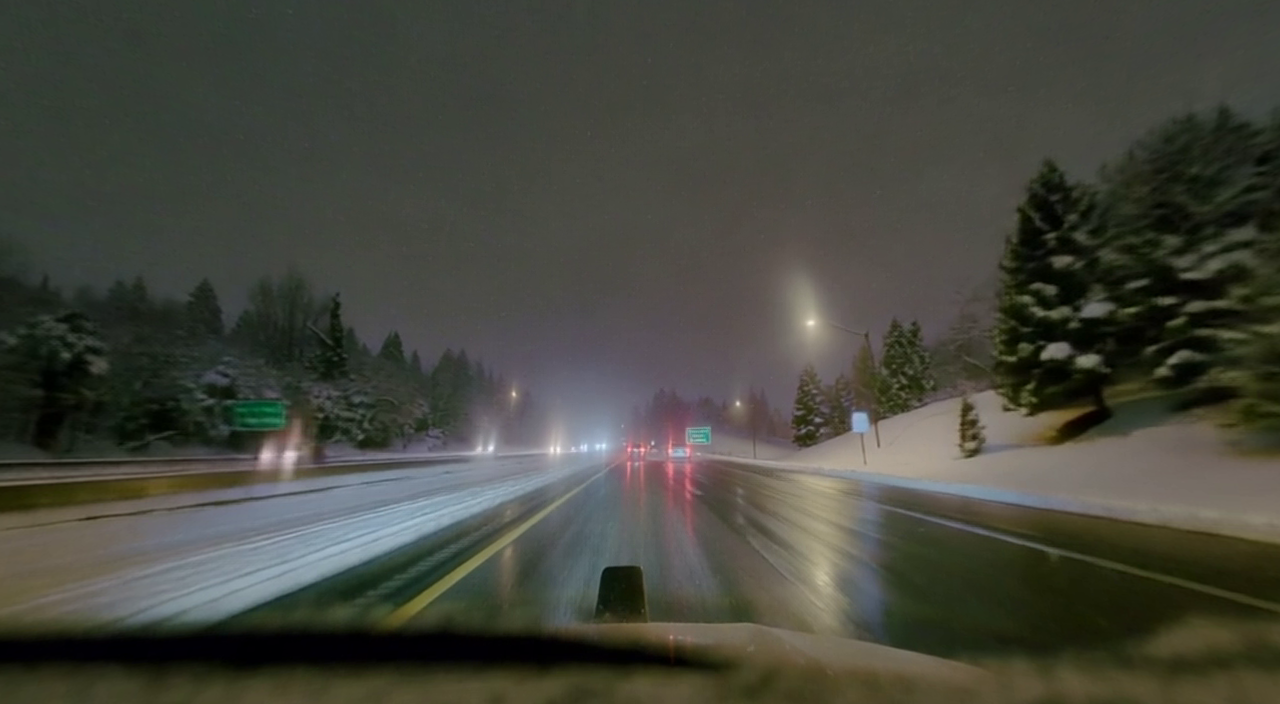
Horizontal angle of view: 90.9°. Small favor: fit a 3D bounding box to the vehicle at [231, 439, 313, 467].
[{"bbox_3d":[-20.326,5.612,35.057,1.791,1.436,4.446,0,-8,1],"label":"vehicle"}]
